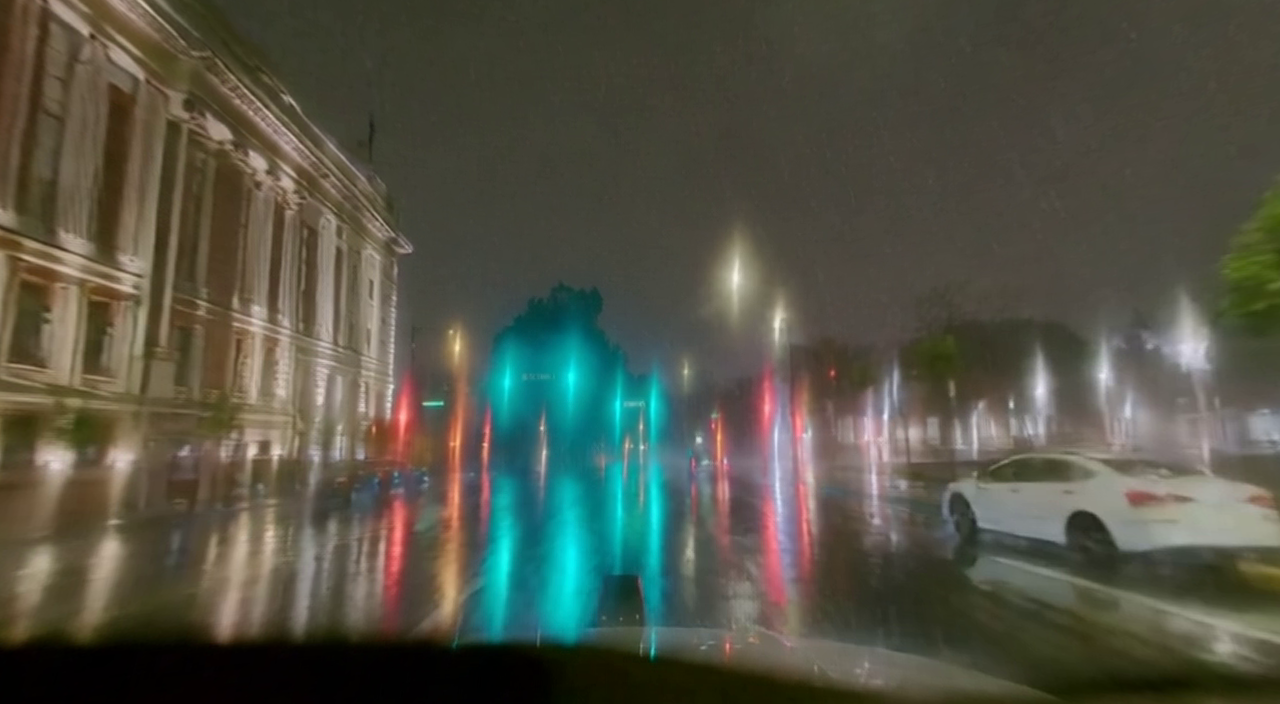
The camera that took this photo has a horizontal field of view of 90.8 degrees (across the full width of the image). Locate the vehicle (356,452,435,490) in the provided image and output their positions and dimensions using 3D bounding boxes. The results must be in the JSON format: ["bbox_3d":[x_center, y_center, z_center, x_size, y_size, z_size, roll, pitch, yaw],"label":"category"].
[{"bbox_3d":[-12.641,6.148,33.102,2.011,1.668,5.474,-1,-8,-1],"label":"vehicle"}]

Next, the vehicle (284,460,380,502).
[{"bbox_3d":[-12.485,5.231,25.990,1.767,1.455,4.389,0,-9,0],"label":"vehicle"}]

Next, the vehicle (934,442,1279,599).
[{"bbox_3d":[6.081,1.937,8.328,2.091,1.445,4.678,0,-9,-1],"label":"vehicle"}]

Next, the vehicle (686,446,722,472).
[{"bbox_3d":[4.040,6.651,39.533,2.085,1.530,4.125,-1,-9,7],"label":"vehicle"}]
